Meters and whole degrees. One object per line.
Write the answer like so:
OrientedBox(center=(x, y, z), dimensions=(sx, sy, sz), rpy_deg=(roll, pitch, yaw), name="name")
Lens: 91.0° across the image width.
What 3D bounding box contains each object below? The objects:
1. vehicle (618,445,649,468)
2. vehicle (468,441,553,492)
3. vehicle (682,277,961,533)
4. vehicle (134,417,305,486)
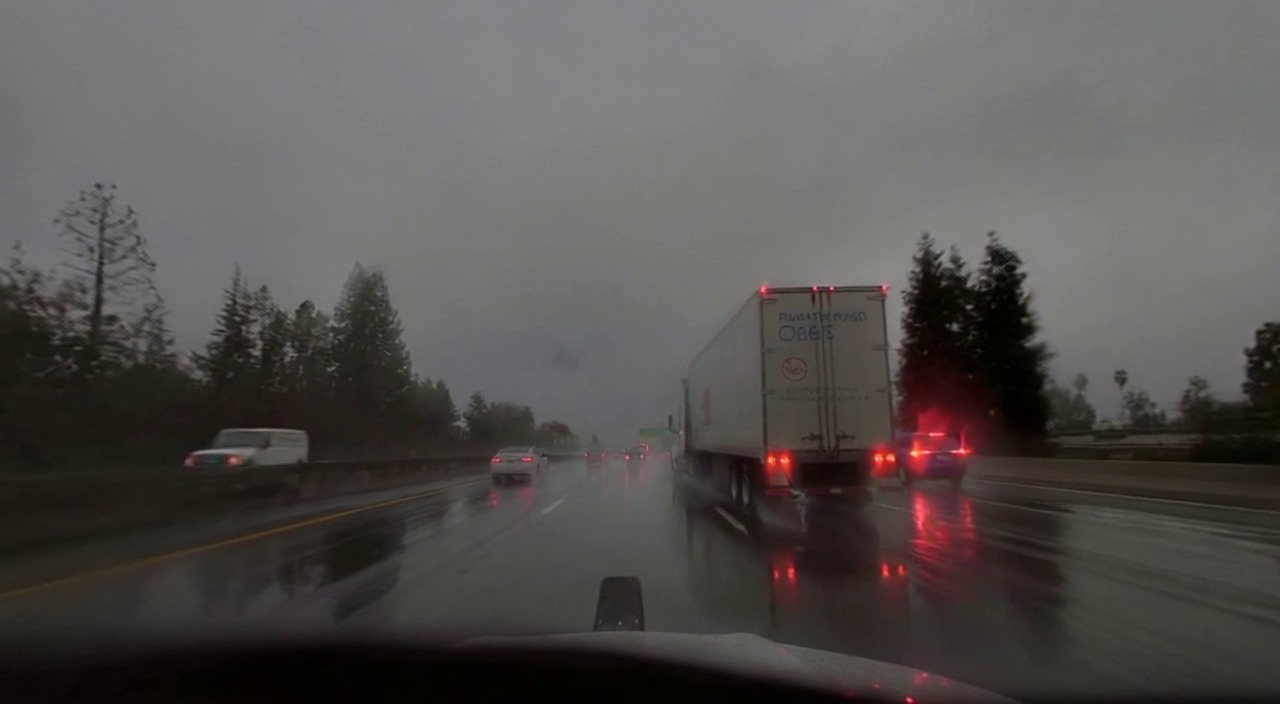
OrientedBox(center=(-0.376, 7.217, 43.524), dimensions=(2.047, 1.485, 3.938), rpy_deg=(0, -8, 1), name="vehicle")
OrientedBox(center=(-4.226, 3.790, 21.215), dimensions=(1.968, 1.507, 3.829), rpy_deg=(-1, -8, 1), name="vehicle")
OrientedBox(center=(3.395, 1.970, 18.127), dimensions=(2.907, 4.109, 16.177), rpy_deg=(0, -8, -1), name="vehicle")
OrientedBox(center=(-14.885, 3.578, 22.872), dimensions=(2.307, 2.151, 5.598), rpy_deg=(0, -8, 0), name="vehicle")
